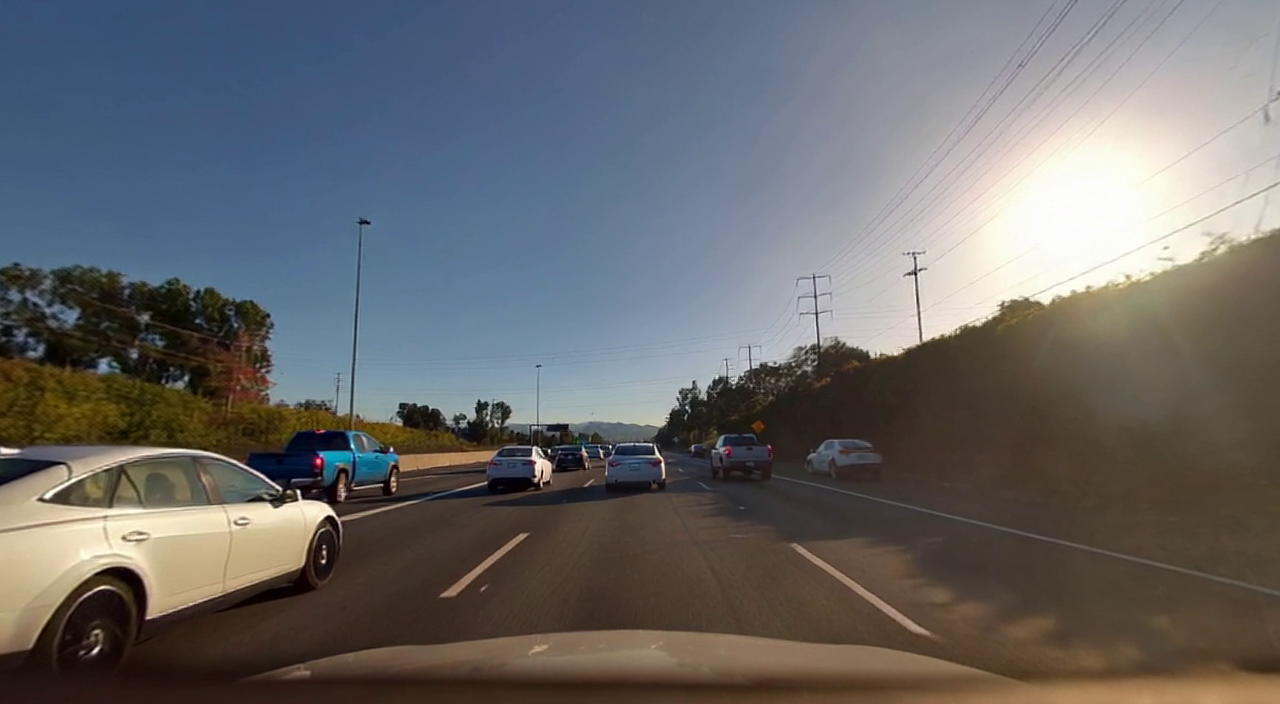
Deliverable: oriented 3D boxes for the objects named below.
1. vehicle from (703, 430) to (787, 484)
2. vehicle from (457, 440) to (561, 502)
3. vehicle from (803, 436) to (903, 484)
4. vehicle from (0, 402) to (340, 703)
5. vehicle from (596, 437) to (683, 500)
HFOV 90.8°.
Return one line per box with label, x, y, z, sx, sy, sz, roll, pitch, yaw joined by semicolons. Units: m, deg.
vehicle;3.791;3.920;23.922;2.113;1.800;5.376;0;-8;-1
vehicle;-3.365;3.122;17.050;1.899;1.437;4.131;0;-8;1
vehicle;7.872;4.018;23.903;1.969;1.608;4.865;0;-8;-1
vehicle;-3.728;1.059;3.353;1.955;1.481;4.604;0;-8;1
vehicle;-0.034;3.147;17.560;2.102;1.499;4.439;0;-8;-1
